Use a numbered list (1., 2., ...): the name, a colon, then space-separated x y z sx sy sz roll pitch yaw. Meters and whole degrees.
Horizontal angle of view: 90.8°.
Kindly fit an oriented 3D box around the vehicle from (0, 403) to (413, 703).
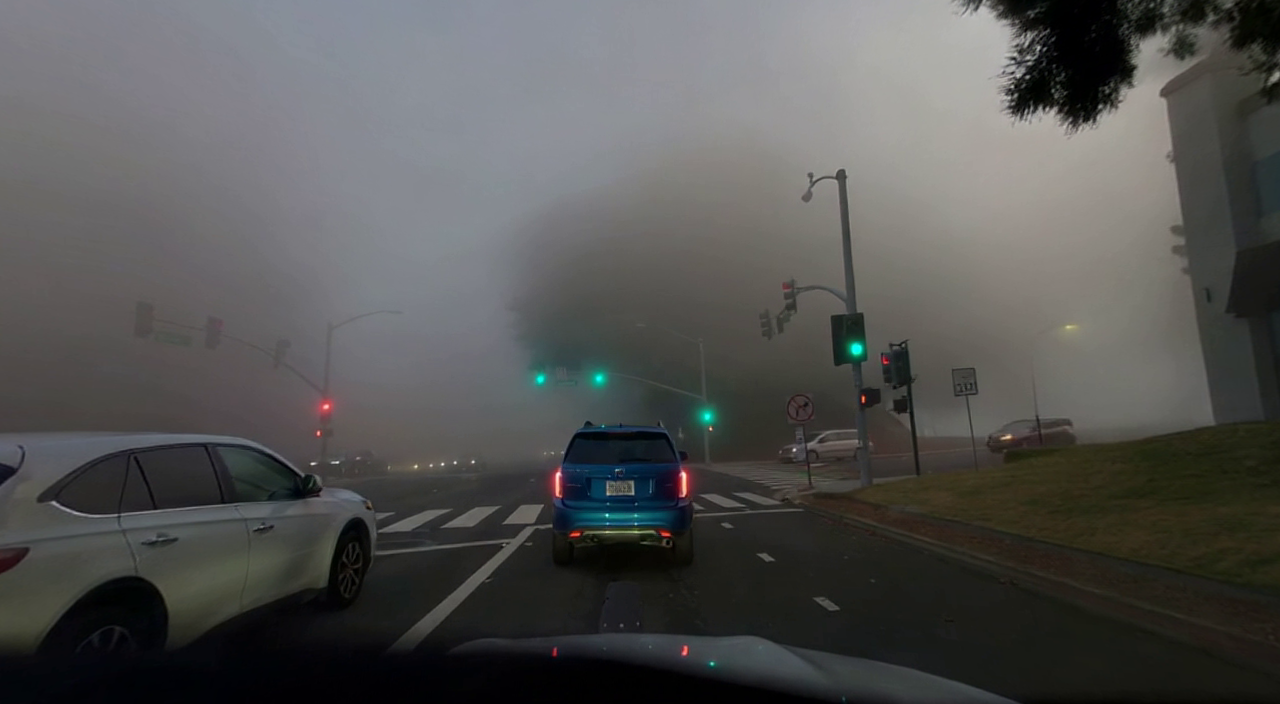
1. vehicle: -3.380 1.266 4.553 2.011 1.527 4.008 0 -8 -1

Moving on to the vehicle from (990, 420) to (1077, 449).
1. vehicle: 21.959 4.645 35.267 3.830 1.545 2.006 3 -9 -19

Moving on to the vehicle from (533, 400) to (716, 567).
1. vehicle: -0.181 1.799 9.358 2.059 1.877 4.249 0 -8 0

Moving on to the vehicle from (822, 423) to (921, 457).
1. vehicle: 12.829 4.899 35.102 4.872 1.806 2.107 3 -9 -19
